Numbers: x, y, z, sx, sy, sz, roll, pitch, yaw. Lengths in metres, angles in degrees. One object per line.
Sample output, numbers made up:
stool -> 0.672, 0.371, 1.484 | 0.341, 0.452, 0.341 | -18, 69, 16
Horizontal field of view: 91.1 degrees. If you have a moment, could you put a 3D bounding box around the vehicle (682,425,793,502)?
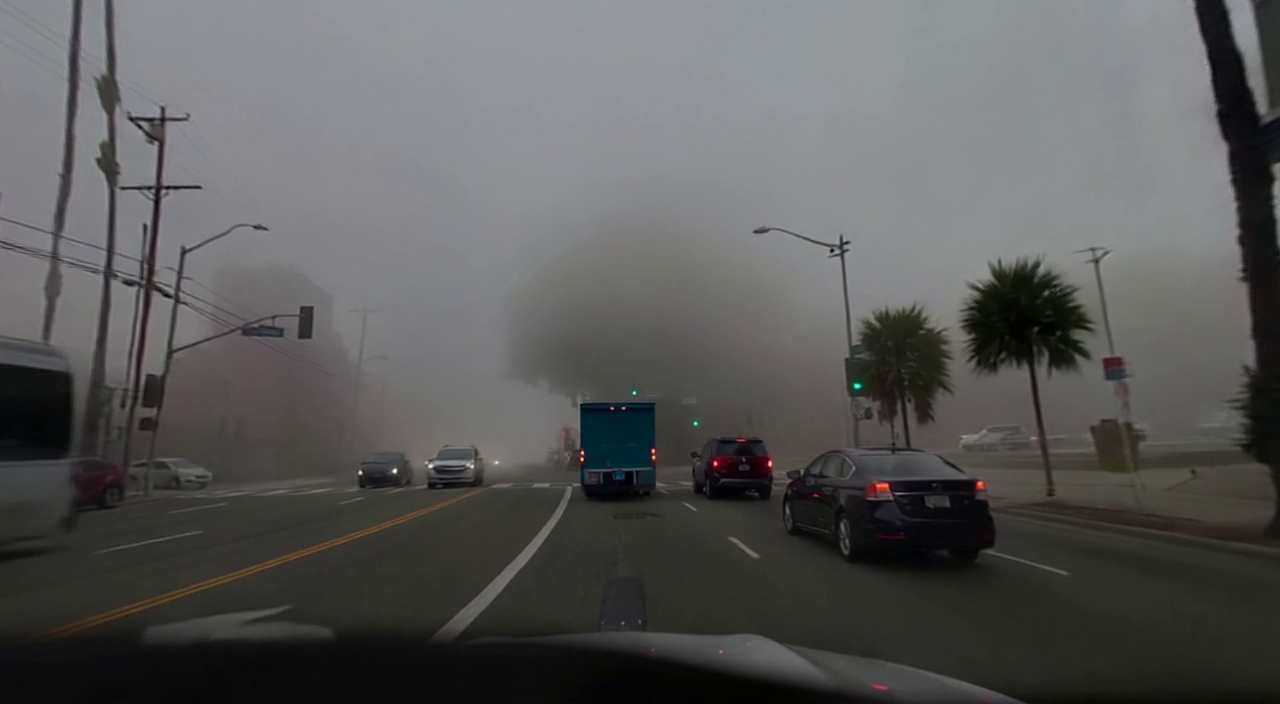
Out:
vehicle -> 2.690, 3.284, 18.876 | 2.157, 1.944, 5.423 | 0, -9, -3

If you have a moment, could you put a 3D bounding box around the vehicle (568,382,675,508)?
vehicle -> -0.719, 2.651, 17.953 | 2.517, 2.926, 6.177 | 1, -9, -5

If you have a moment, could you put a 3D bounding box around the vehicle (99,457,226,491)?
vehicle -> -23.149, 5.914, 30.562 | 4.585, 1.533, 1.996 | 0, -9, 3

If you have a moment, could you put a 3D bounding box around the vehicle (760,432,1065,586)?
vehicle -> 3.199, 1.930, 8.688 | 1.978, 1.507, 4.636 | 0, -9, -2

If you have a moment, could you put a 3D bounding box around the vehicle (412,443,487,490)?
vehicle -> -7.624, 4.610, 25.633 | 2.058, 1.730, 4.466 | 1, -9, -6

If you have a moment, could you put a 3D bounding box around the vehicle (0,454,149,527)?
vehicle -> -15.434, 3.478, 16.370 | 1.861, 1.574, 4.456 | 1, -9, -5

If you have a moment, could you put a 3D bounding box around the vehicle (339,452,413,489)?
vehicle -> -12.229, 5.478, 29.374 | 1.975, 1.503, 4.533 | 1, -9, -7
